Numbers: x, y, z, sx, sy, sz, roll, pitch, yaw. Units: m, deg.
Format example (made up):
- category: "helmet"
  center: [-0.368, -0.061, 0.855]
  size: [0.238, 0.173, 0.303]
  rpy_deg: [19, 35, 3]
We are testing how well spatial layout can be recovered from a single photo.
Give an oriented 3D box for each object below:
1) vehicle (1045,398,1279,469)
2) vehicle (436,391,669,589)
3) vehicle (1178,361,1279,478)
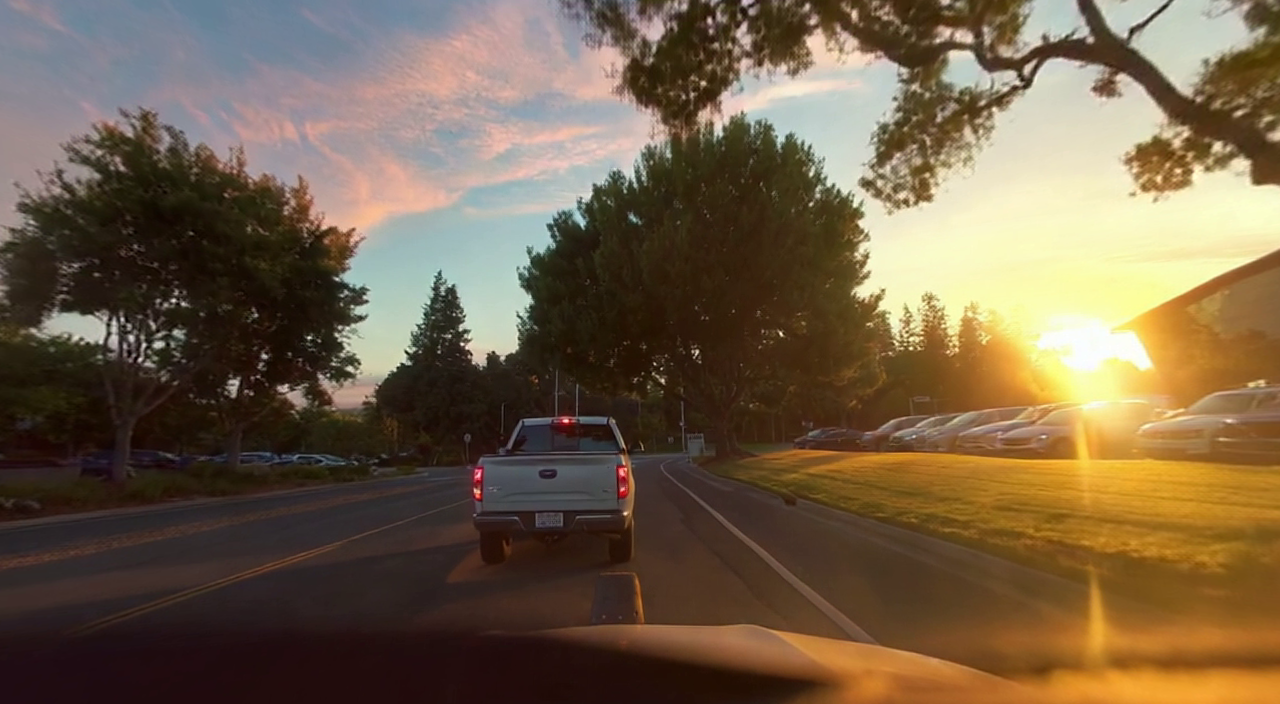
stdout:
- category: "vehicle"
  center: [11.833, 1.815, 14.014]
  size: [4.298, 1.392, 1.944]
  rpy_deg: [-1, -8, 2]
- category: "vehicle"
  center: [-0.749, 1.651, 8.441]
  size: [2.157, 1.816, 5.039]
  rpy_deg: [0, -8, 1]
- category: "vehicle"
  center: [12.755, 1.224, 11.200]
  size: [4.368, 1.901, 2.112]
  rpy_deg: [0, -8, 2]
